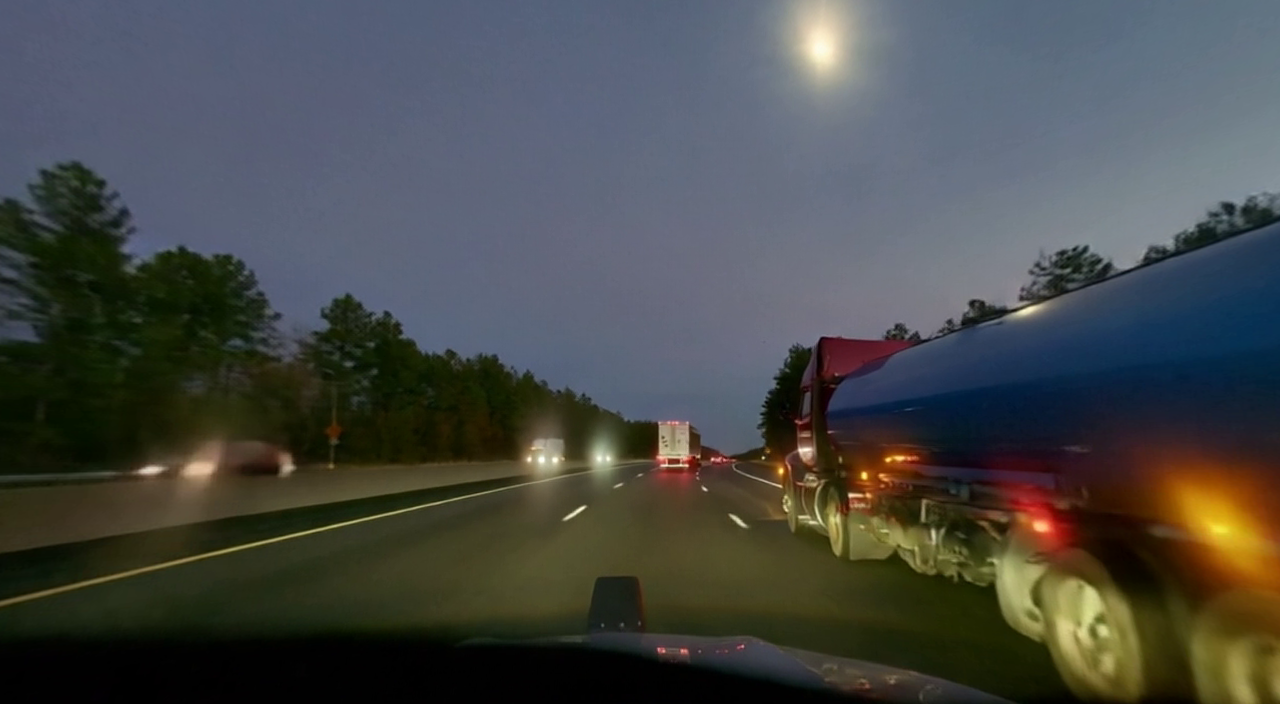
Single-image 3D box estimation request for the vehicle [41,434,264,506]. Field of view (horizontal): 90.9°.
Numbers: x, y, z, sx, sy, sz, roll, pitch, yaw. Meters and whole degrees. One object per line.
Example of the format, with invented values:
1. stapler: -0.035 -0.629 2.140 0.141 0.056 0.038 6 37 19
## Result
1. vehicle: -13.030 3.147 17.402 2.175 1.685 4.797 0 -8 2
